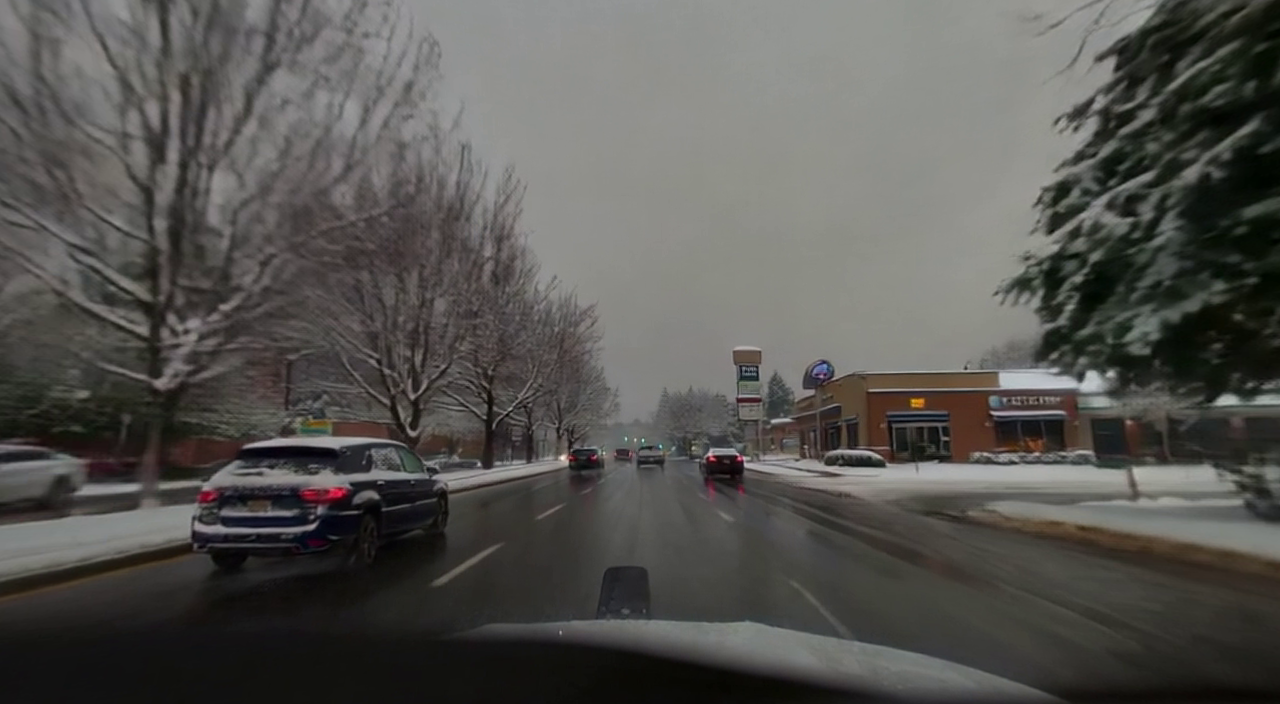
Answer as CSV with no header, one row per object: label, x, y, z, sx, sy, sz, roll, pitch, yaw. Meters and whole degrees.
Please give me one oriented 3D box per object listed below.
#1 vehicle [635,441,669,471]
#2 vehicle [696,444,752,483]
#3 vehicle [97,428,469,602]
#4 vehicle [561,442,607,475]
vehicle,0.781,6.962,42.371,2.193,1.873,4.033,0,-9,1
vehicle,3.665,4.936,28.158,1.922,1.579,3.642,0,-9,-1
vehicle,-3.702,1.754,7.704,1.908,1.481,4.351,0,-9,1
vehicle,-3.009,5.876,34.868,2.026,1.665,4.193,0,-9,2
